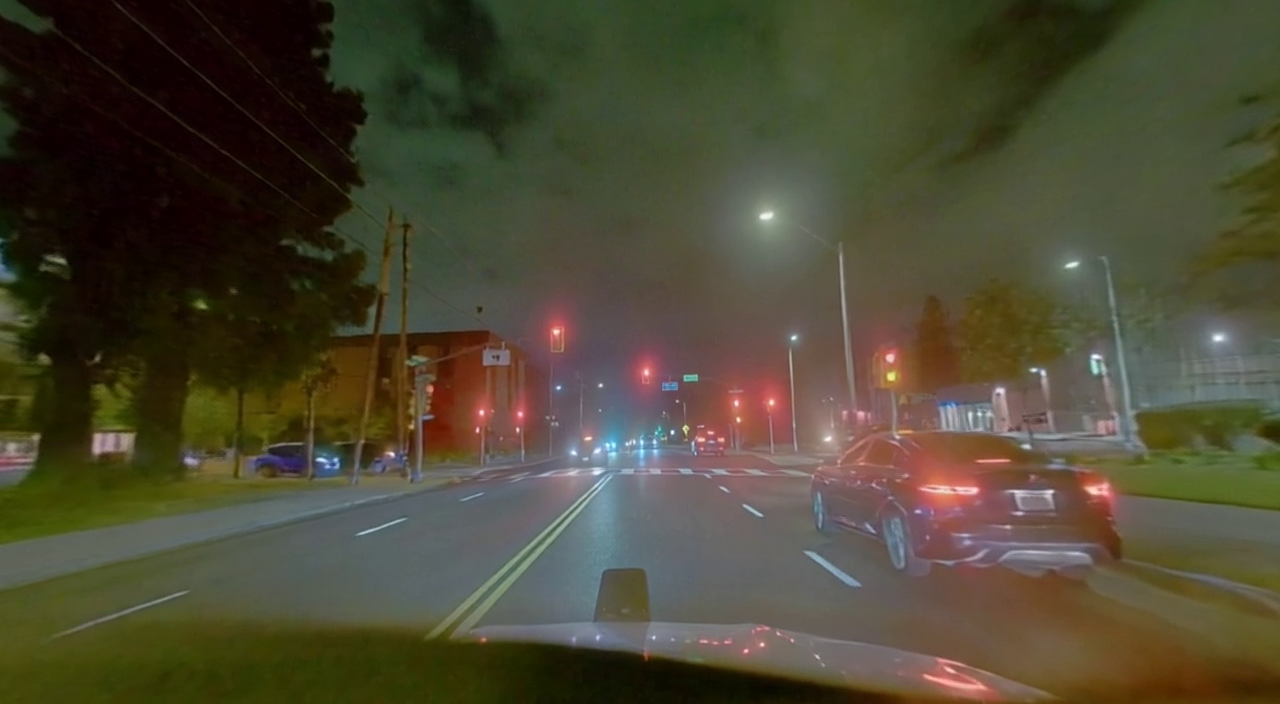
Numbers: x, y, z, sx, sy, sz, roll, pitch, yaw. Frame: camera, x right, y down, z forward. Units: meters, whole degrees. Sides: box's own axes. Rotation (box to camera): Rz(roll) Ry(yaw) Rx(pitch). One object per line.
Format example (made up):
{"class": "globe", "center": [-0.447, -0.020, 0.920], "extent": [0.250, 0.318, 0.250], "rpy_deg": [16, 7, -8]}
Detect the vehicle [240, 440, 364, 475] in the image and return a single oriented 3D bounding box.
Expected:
{"class": "vehicle", "center": [-17.841, 5.569, 33.435], "extent": [5.361, 1.767, 2.179], "rpy_deg": [-1, -8, 6]}

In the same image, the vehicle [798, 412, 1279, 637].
{"class": "vehicle", "center": [3.355, 1.501, 6.660], "extent": [2.072, 1.471, 4.834], "rpy_deg": [0, -8, 0]}

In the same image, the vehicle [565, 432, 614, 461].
{"class": "vehicle", "center": [-3.014, 5.833, 38.899], "extent": [2.519, 1.689, 5.200], "rpy_deg": [0, -8, 1]}

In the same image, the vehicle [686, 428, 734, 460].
{"class": "vehicle", "center": [3.707, 5.012, 34.280], "extent": [2.035, 1.564, 4.719], "rpy_deg": [0, -8, -1]}
